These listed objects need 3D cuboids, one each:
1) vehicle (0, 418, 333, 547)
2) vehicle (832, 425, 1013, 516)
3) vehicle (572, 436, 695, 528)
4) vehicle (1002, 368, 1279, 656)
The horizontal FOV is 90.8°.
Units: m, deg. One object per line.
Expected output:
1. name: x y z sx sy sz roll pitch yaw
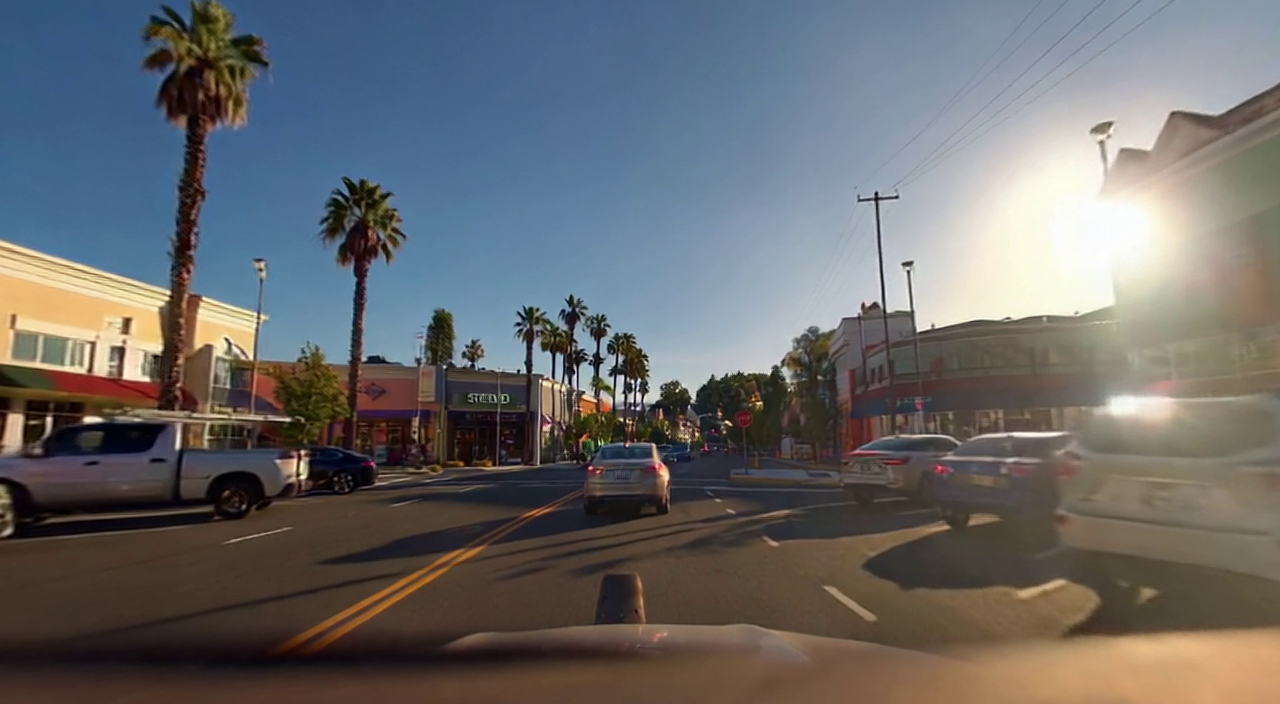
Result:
1. vehicle: -10.141 2.363 12.269 6.873 2.051 2.823 7 -10 -44
2. vehicle: 6.358 2.532 13.956 4.623 1.650 1.937 8 -12 -43
3. vehicle: 0.035 2.435 12.416 2.031 1.479 3.969 -1 -9 4
4. vehicle: 5.602 1.244 5.699 5.021 1.721 2.244 7 -11 -38
